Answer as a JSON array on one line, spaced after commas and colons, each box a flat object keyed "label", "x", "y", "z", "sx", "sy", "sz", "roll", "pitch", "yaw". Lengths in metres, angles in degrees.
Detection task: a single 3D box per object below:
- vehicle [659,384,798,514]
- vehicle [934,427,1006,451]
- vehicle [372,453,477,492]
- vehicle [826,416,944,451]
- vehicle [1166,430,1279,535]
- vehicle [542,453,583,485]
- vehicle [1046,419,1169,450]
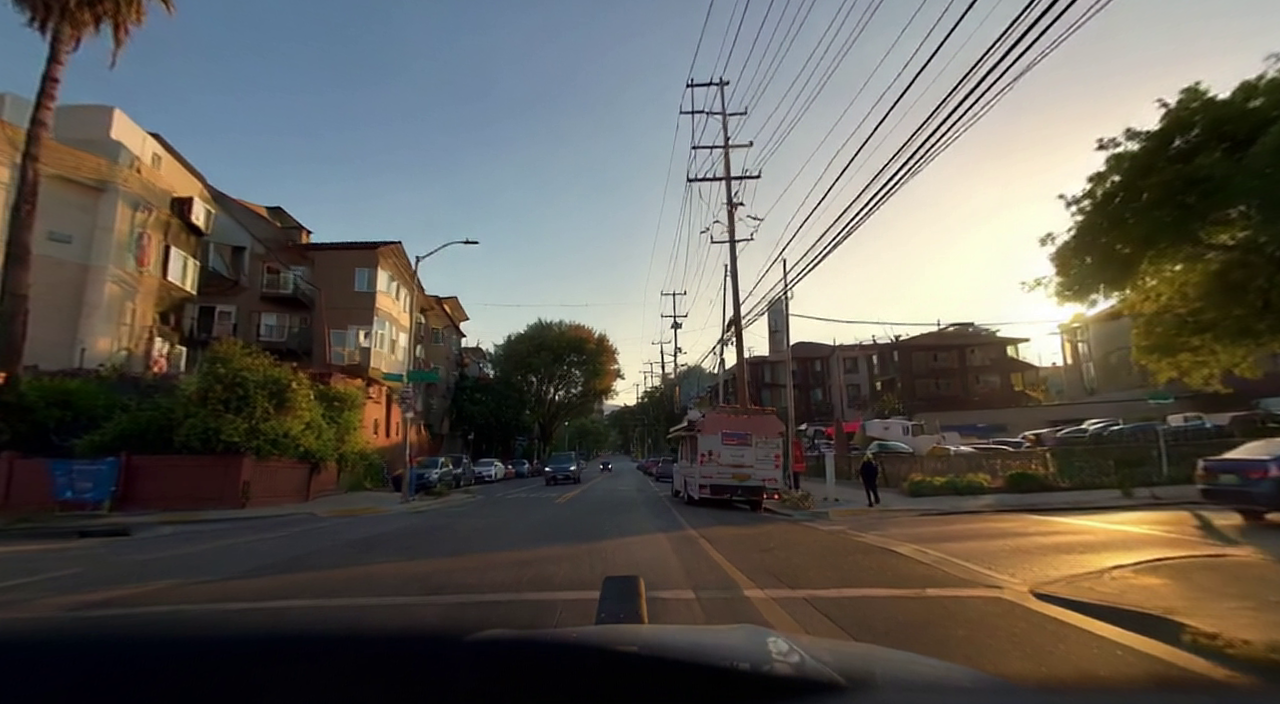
[{"label": "vehicle", "x": 2.408, "y": 3.074, "z": 20.343, "sx": 2.886, "sy": 3.321, "sz": 7.809, "roll": 1, "pitch": -8, "yaw": -4}, {"label": "vehicle", "x": 21.908, "y": 5.773, "z": 42.009, "sx": 3.761, "sy": 1.538, "sz": 1.743, "roll": 0, "pitch": -7, "yaw": -1}, {"label": "vehicle", "x": -11.492, "y": 6.394, "z": 33.793, "sx": 5.093, "sy": 1.855, "sz": 2.338, "roll": 3, "pitch": -10, "yaw": -21}, {"label": "vehicle", "x": 10.623, "y": 3.558, "z": 27.592, "sx": 4.396, "sy": 1.459, "sz": 1.749, "roll": 0, "pitch": -8, "yaw": -3}, {"label": "vehicle", "x": 11.723, "y": 2.049, "z": 10.203, "sx": 4.857, "sy": 1.525, "sz": 1.976, "roll": 1, "pitch": -8, "yaw": -5}, {"label": "vehicle", "x": -4.463, "y": 6.785, "z": 36.998, "sx": 1.952, "sy": 1.708, "sz": 4.096, "roll": 0, "pitch": -8, "yaw": -1}, {"label": "vehicle", "x": 22.801, "y": 4.050, "z": 30.916, "sx": 4.641, "sy": 1.441, "sz": 1.745, "roll": 0, "pitch": -8, "yaw": -1}]
